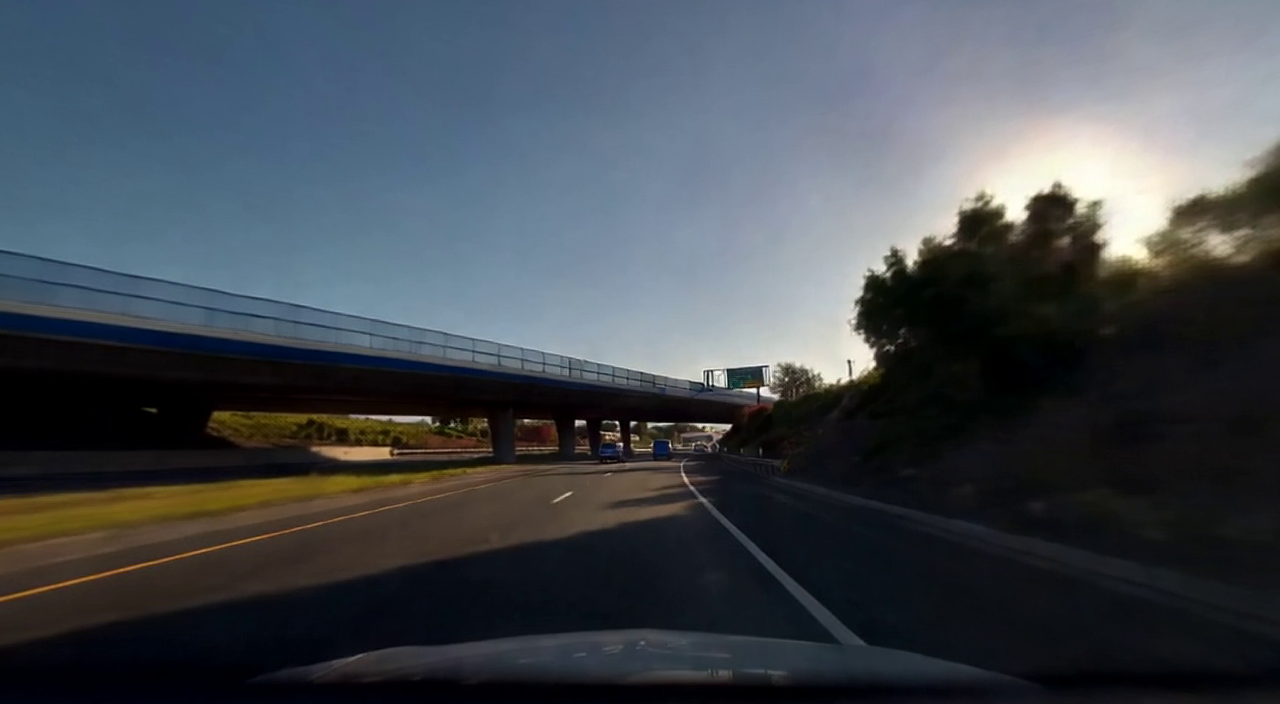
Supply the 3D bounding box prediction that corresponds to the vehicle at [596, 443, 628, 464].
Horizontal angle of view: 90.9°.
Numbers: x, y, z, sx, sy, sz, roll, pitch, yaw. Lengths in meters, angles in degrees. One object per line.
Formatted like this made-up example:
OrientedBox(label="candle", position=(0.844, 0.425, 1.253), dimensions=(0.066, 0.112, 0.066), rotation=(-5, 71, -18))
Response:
OrientedBox(label="vehicle", position=(-2.136, 7.857, 48.832), dimensions=(2.040, 1.553, 4.199), rotation=(-1, -9, 3))
